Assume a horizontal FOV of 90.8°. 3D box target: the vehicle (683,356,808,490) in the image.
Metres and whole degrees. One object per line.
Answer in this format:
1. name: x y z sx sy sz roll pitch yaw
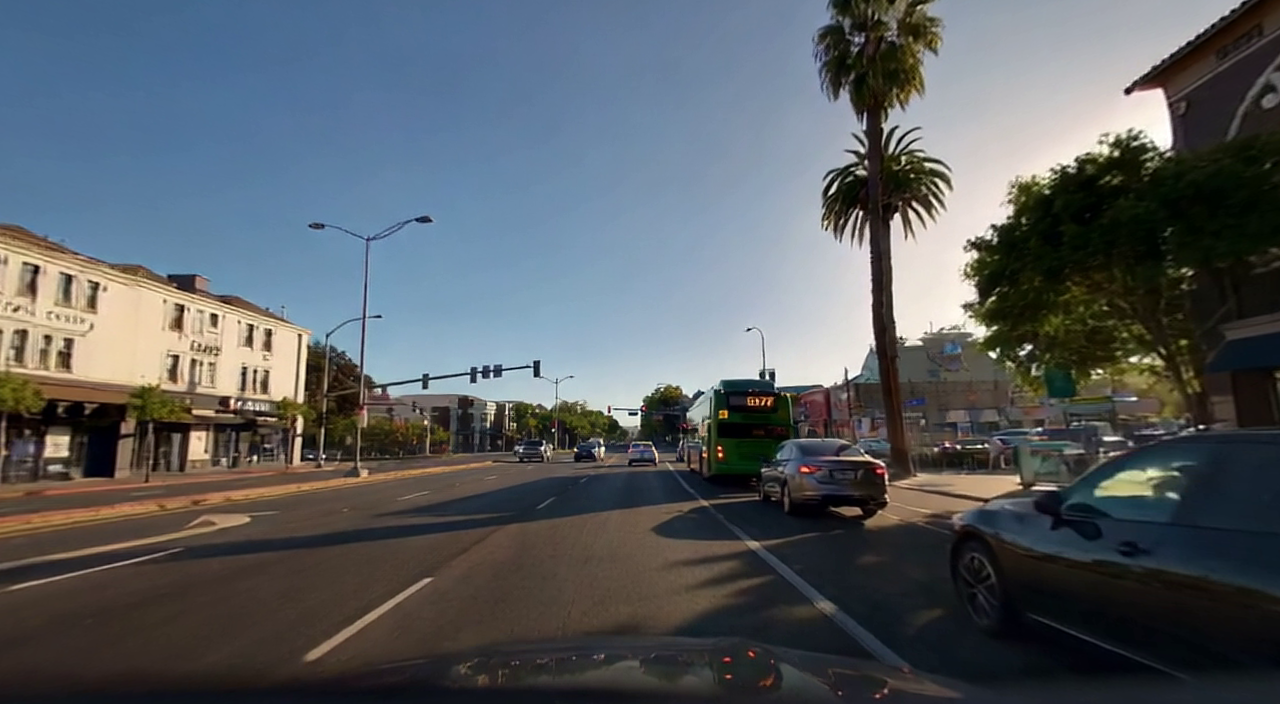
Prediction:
1. vehicle: 3.592 3.130 25.752 2.970 4.015 13.606 0 -9 1

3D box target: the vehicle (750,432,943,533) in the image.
1. vehicle: 3.603 2.382 12.226 1.965 1.519 5.078 0 -9 -1

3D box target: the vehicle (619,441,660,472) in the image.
1. vehicle: 0.004 5.477 33.260 2.060 1.499 3.831 0 -9 1

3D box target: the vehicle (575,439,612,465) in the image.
1. vehicle: -3.121 6.814 43.141 2.020 1.721 4.366 -1 -9 2

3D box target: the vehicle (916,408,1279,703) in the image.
1. vehicle: 3.343 1.042 2.892 2.063 1.483 4.620 0 -9 0

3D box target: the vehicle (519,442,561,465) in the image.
1. vehicle: -6.736 6.893 43.072 1.927 1.480 4.832 -1 -9 2
